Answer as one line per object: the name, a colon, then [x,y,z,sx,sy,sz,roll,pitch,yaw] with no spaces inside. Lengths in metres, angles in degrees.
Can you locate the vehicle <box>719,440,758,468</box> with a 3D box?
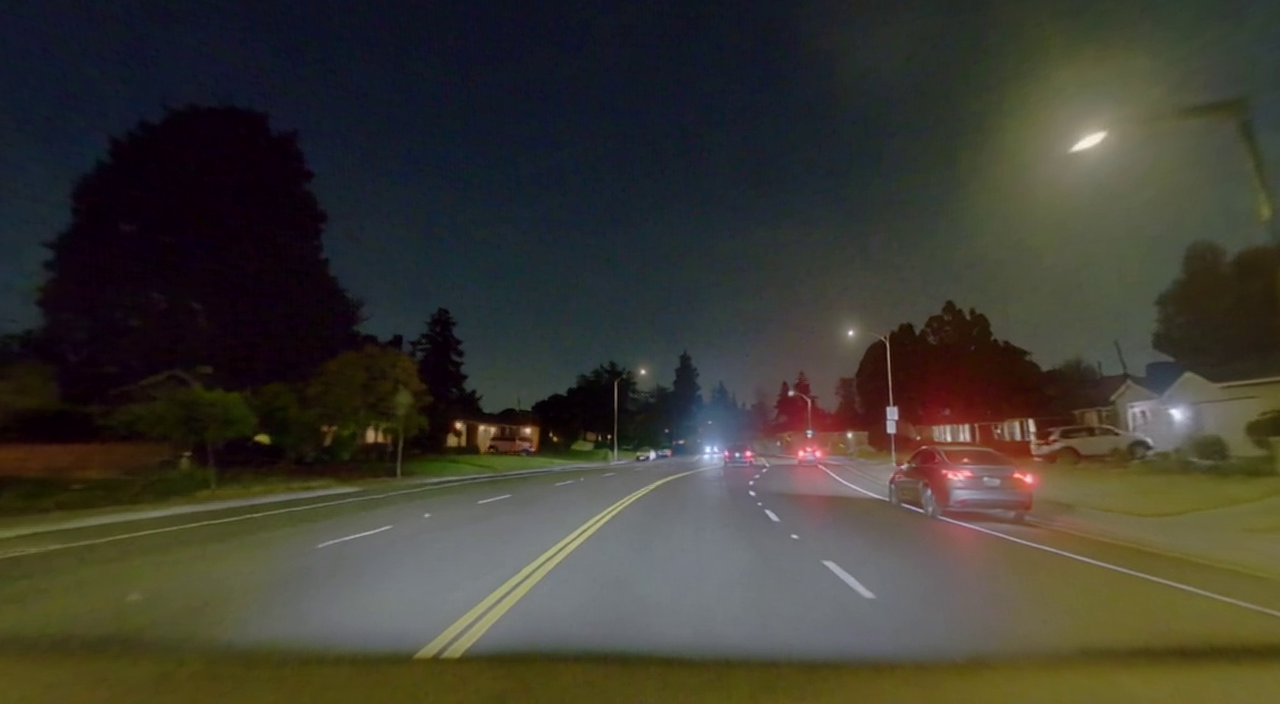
vehicle: [6.448,6.600,40.911,2.106,1.667,4.367,-2,-9,13]

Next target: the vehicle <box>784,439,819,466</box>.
vehicle: [12.188,7.626,47.806,2.059,1.924,4.257,-1,-8,9]

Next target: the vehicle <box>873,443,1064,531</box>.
vehicle: [6.496,2.660,13.135,1.934,1.506,4.282,-1,-8,5]
